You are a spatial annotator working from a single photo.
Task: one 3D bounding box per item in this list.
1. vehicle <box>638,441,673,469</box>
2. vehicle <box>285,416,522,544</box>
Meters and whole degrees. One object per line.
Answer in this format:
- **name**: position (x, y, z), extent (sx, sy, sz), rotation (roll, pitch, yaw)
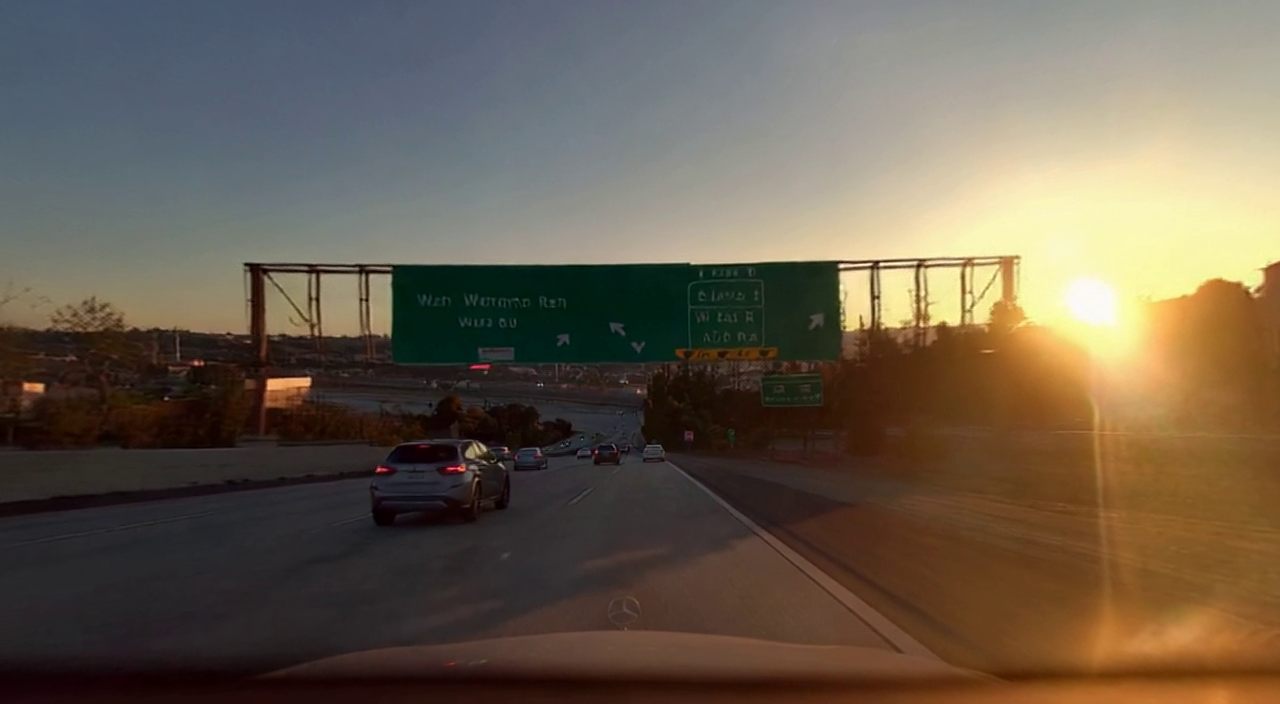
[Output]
- **vehicle**: position (0.957, 6.631, 40.898), extent (2.135, 1.697, 4.757), rotation (0, -8, 0)
- **vehicle**: position (-3.673, 2.097, 11.049), extent (2.136, 1.718, 4.873), rotation (0, -8, 2)
